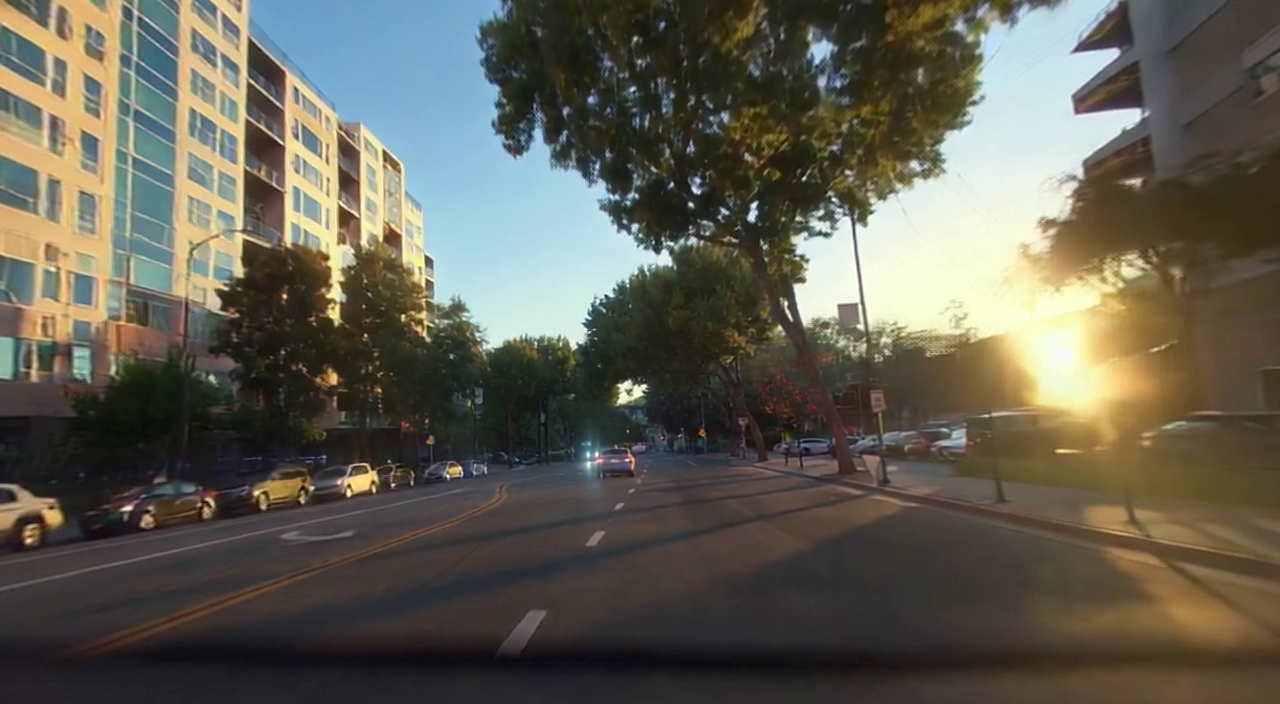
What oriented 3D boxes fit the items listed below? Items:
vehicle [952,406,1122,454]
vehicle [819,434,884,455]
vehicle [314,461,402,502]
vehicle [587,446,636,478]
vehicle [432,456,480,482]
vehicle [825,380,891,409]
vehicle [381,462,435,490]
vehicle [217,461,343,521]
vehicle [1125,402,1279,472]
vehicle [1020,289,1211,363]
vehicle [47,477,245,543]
[{"bbox_3d":[14.129,2.847,22.783,4.619,1.626,2.121,-1,-8,5],"label":"vehicle"},{"bbox_3d":[14.877,6.539,44.611,3.620,1.412,2.472,0,-9,-1],"label":"vehicle"},{"bbox_3d":[-13.692,6.283,31.036,1.984,1.635,4.525,-3,-9,4],"label":"vehicle"},{"bbox_3d":[-1.302,5.306,30.812,2.051,1.454,4.132,0,-8,2],"label":"vehicle"},{"bbox_3d":[-13.258,8.431,45.718,1.997,1.668,4.084,-1,-8,4],"label":"vehicle"},{"bbox_3d":[14.494,2.862,42.258,3.766,1.708,1.810,-2,-10,6],"label":"vehicle"},{"bbox_3d":[-13.523,7.225,37.066,1.646,1.462,3.740,0,-8,1],"label":"vehicle"},{"bbox_3d":[-14.220,5.457,25.334,1.917,1.775,5.018,-10,-9,1],"label":"vehicle"},{"bbox_3d":[13.810,1.954,14.696,3.527,1.496,1.836,0,-7,0],"label":"vehicle"},{"bbox_3d":[13.270,-0.684,17.829,3.826,1.601,1.807,-3,-8,0],"label":"vehicle"},{"bbox_3d":[-14.397,4.606,18.869,2.021,1.438,4.616,-3,-9,4],"label":"vehicle"}]
